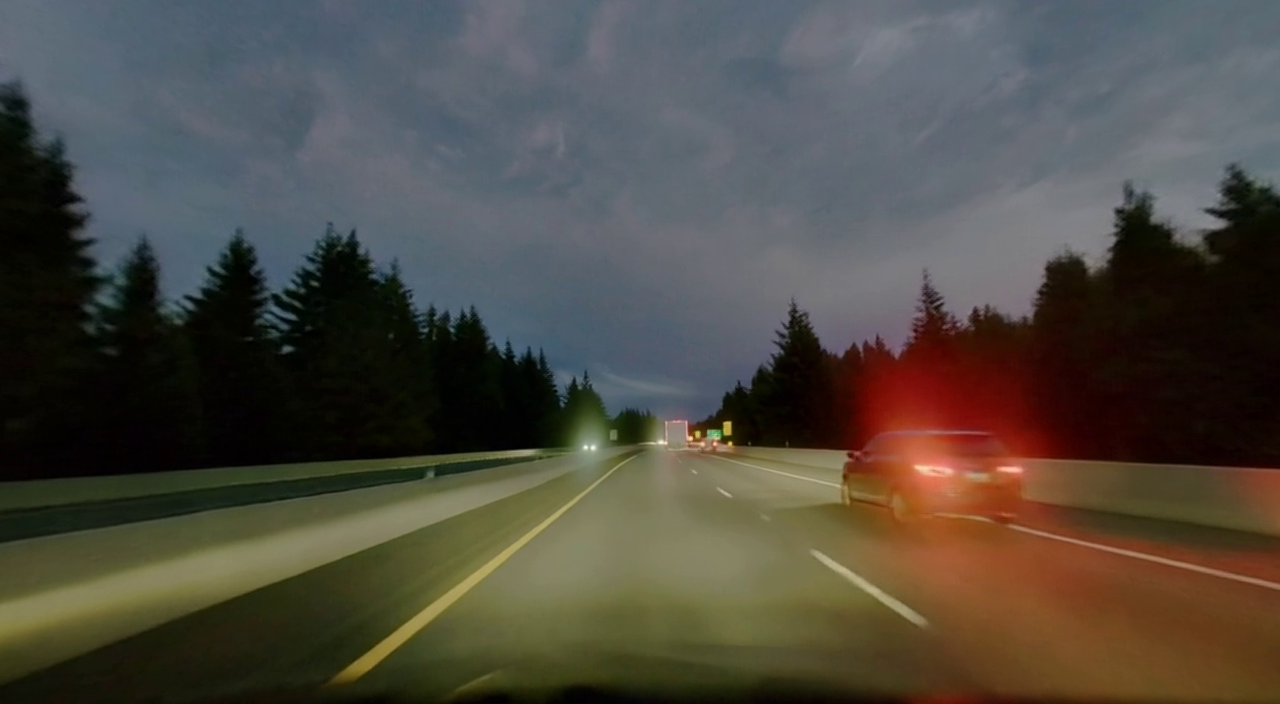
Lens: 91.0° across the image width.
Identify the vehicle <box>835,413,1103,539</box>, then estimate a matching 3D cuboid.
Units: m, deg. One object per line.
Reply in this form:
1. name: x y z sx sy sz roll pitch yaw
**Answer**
1. vehicle: 4.729 1.841 9.921 1.954 1.550 4.140 0 -8 0
